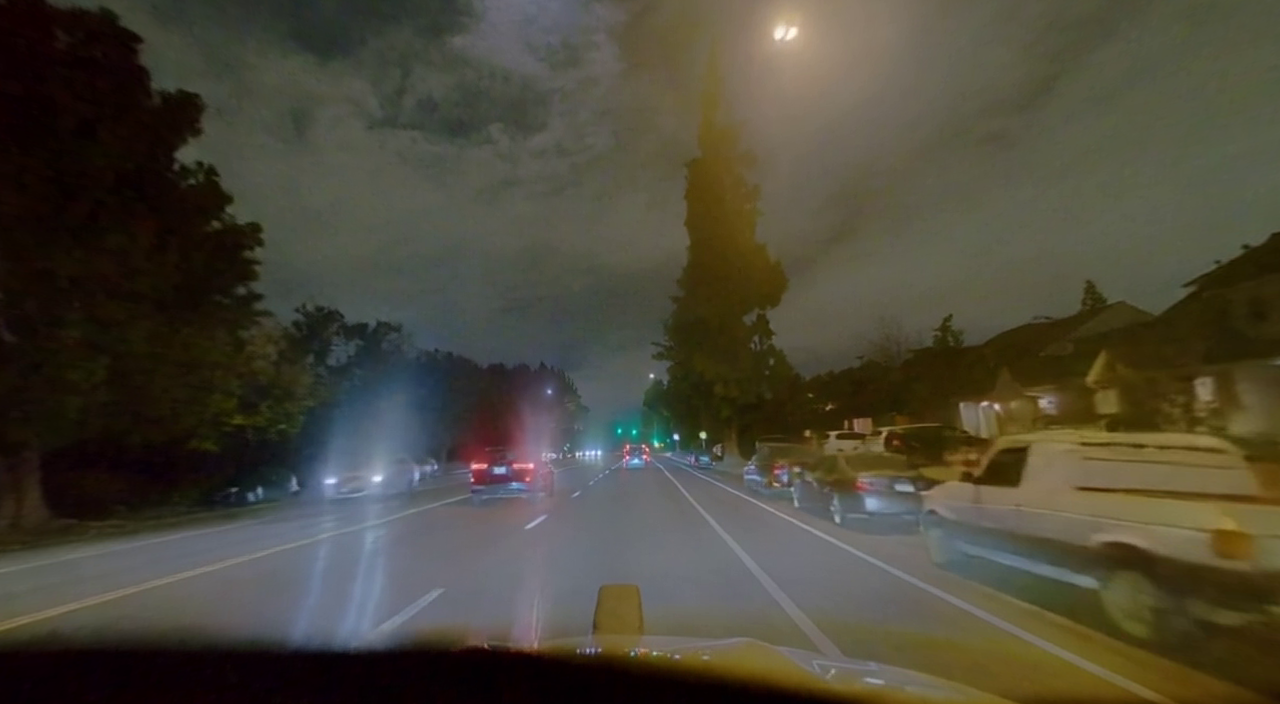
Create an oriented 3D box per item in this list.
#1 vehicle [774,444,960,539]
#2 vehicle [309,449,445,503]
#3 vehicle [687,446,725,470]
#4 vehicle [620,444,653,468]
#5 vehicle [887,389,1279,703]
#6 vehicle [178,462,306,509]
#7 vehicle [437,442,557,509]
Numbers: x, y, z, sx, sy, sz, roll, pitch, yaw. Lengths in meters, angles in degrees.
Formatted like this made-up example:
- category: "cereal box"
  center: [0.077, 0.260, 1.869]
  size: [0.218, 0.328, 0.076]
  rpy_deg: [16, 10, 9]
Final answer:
- category: "vehicle"
  center: [4.039, 2.535, 12.220]
  size: [1.881, 1.453, 4.574]
  rpy_deg: [0, -9, 0]
- category: "vehicle"
  center: [-8.310, 3.933, 20.568]
  size: [2.075, 1.487, 4.792]
  rpy_deg: [-1, -9, 4]
- category: "vehicle"
  center: [4.306, 6.961, 41.668]
  size: [1.944, 1.470, 4.530]
  rpy_deg: [0, -9, -1]
- category: "vehicle"
  center: [-0.239, 7.069, 43.051]
  size: [2.088, 1.495, 4.048]
  rpy_deg: [0, -9, 0]
- category: "vehicle"
  center: [4.207, 1.386, 5.472]
  size: [2.045, 1.702, 4.916]
  rpy_deg: [0, -9, -1]
- category: "vehicle"
  center: [-14.894, 4.997, 23.976]
  size: [1.862, 1.466, 4.429]
  rpy_deg: [-1, -9, 2]
- category: "vehicle"
  center: [-3.472, 3.077, 16.282]
  size: [2.027, 1.477, 4.413]
  rpy_deg: [0, -9, 0]
